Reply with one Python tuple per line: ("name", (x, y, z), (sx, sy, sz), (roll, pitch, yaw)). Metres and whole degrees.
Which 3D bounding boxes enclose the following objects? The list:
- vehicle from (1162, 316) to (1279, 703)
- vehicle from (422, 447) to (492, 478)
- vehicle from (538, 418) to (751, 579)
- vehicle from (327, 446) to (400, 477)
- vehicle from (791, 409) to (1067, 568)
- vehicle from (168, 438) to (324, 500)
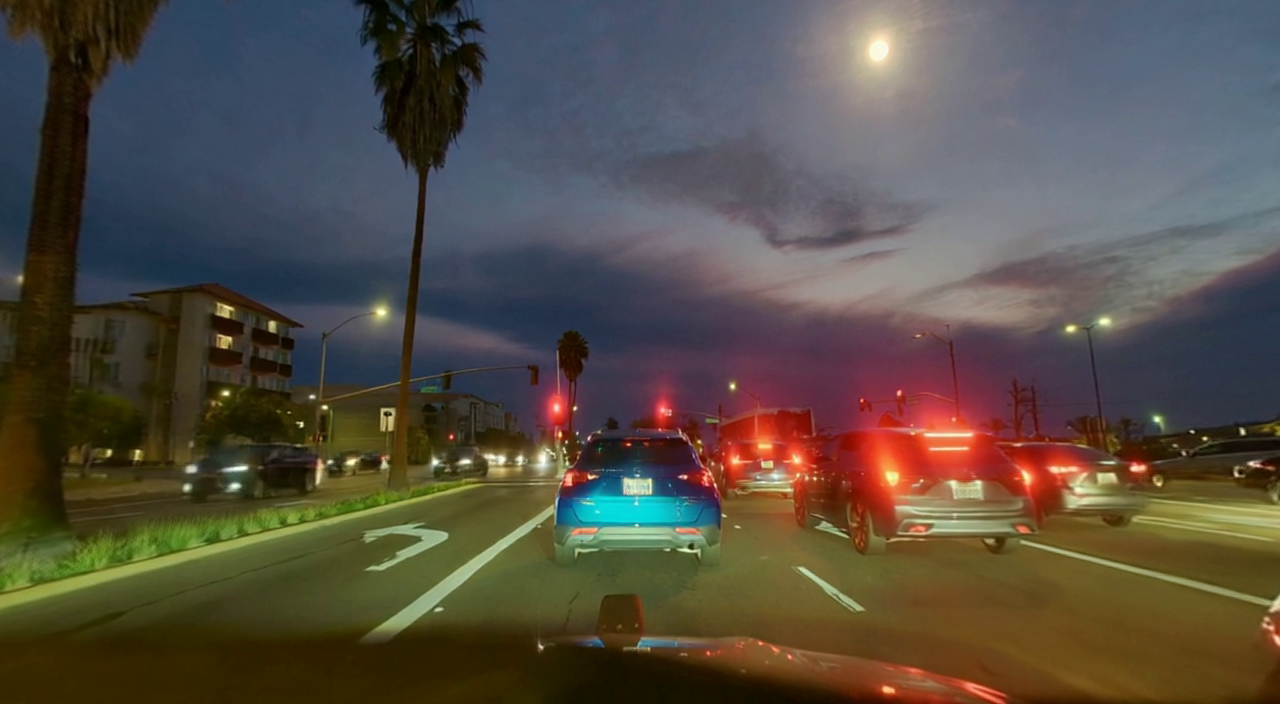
("vehicle", (3.400, 0.461, 0.168), (2.171, 1.806, 5.058), (0, -9, 0))
("vehicle", (-9.182, 5.554, 32.112), (2.168, 1.462, 4.505), (0, -9, 1))
("vehicle", (0.033, 1.747, 8.273), (2.083, 1.572, 4.021), (0, -9, 0))
("vehicle", (-16.335, 6.493, 37.684), (2.167, 1.737, 4.824), (0, -9, 0))
("vehicle", (3.662, 1.810, 9.047), (1.947, 1.725, 4.159), (0, -9, 0))
("vehicle", (-12.580, 3.744, 20.625), (2.180, 1.776, 4.521), (0, -9, 0))
